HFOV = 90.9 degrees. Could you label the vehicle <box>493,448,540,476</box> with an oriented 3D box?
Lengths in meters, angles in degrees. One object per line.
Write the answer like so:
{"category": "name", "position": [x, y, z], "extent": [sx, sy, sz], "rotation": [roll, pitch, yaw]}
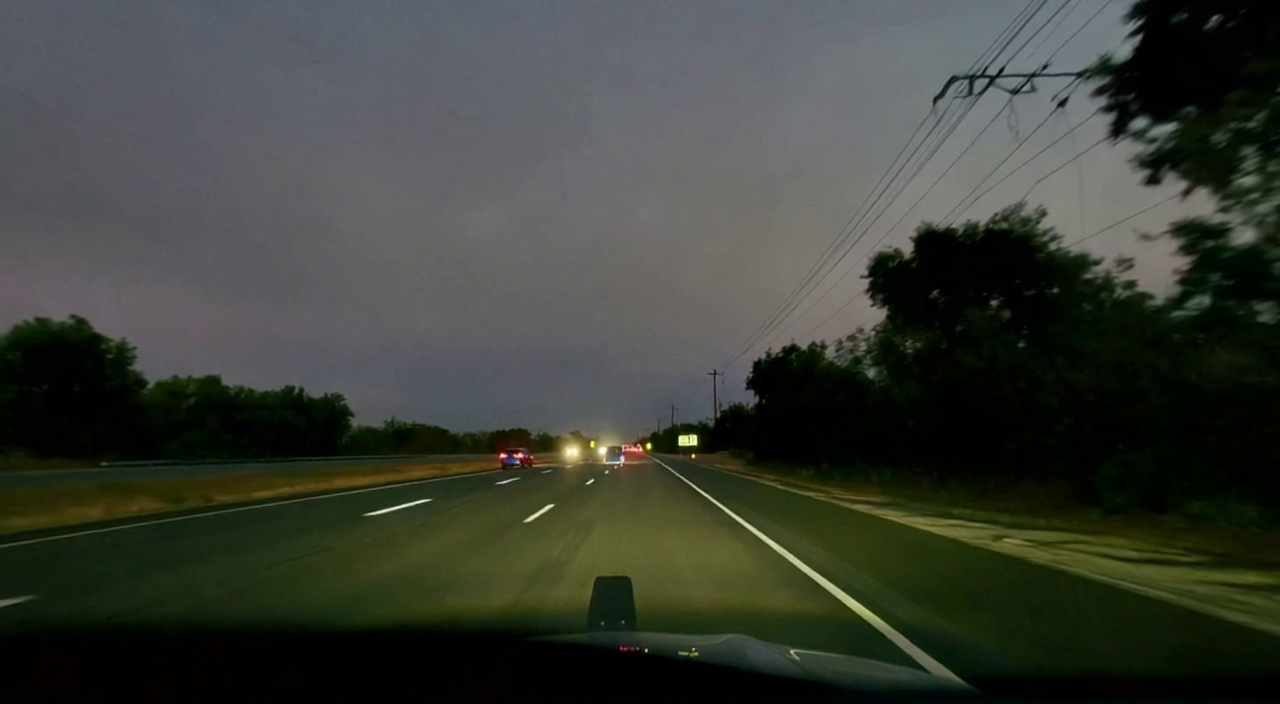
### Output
{"category": "vehicle", "position": [-7.105, 6.343, 36.561], "extent": [1.911, 1.491, 3.624], "rotation": [0, -9, 1]}

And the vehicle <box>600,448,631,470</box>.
{"category": "vehicle", "position": [-1.707, 7.659, 45.232], "extent": [1.968, 1.462, 3.937], "rotation": [0, -9, 1]}
